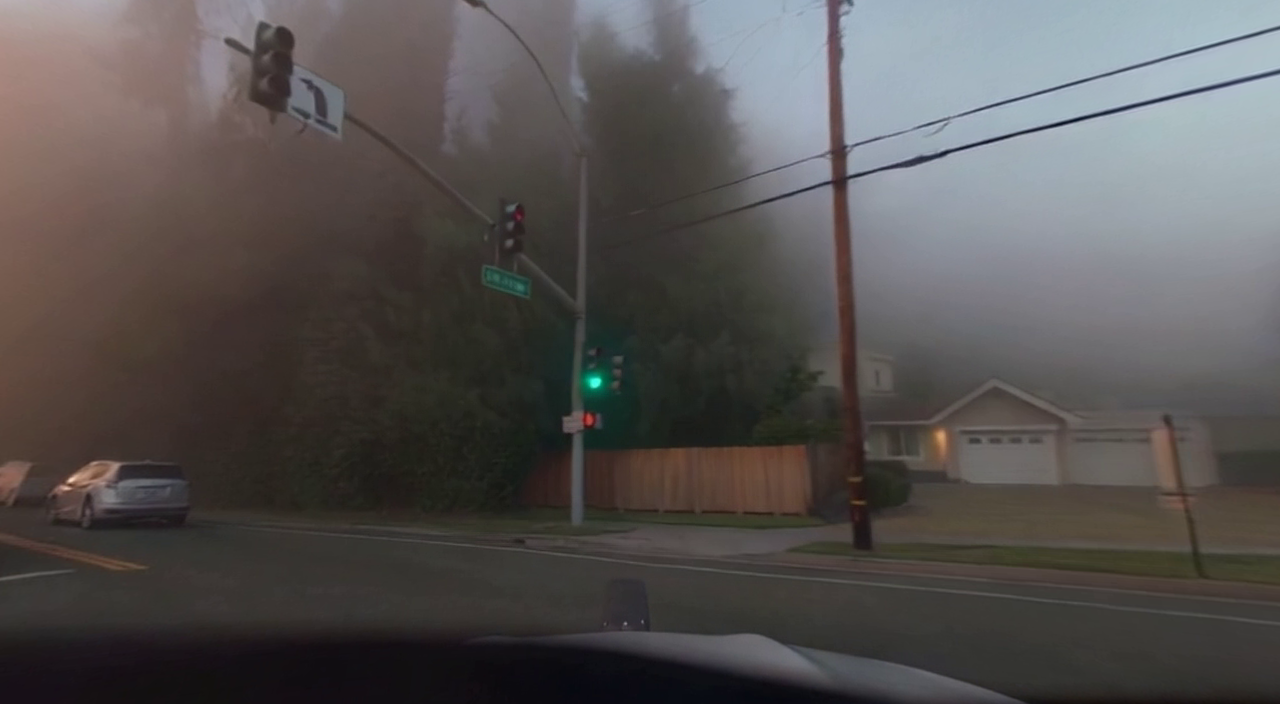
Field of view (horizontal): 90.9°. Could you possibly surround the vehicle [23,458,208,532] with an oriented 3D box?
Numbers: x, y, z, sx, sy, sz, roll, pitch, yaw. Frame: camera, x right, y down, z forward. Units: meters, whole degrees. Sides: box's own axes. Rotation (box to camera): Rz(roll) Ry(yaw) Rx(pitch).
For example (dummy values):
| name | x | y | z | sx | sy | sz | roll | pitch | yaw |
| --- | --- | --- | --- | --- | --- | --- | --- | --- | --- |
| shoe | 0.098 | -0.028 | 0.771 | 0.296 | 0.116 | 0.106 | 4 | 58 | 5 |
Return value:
| name | x | y | z | sx | sy | sz | roll | pitch | yaw |
| --- | --- | --- | --- | --- | --- | --- | --- | --- | --- |
| vehicle | -12.917 | 3.391 | 15.480 | 4.512 | 1.506 | 2.078 | -6 | -11 | 32 |
